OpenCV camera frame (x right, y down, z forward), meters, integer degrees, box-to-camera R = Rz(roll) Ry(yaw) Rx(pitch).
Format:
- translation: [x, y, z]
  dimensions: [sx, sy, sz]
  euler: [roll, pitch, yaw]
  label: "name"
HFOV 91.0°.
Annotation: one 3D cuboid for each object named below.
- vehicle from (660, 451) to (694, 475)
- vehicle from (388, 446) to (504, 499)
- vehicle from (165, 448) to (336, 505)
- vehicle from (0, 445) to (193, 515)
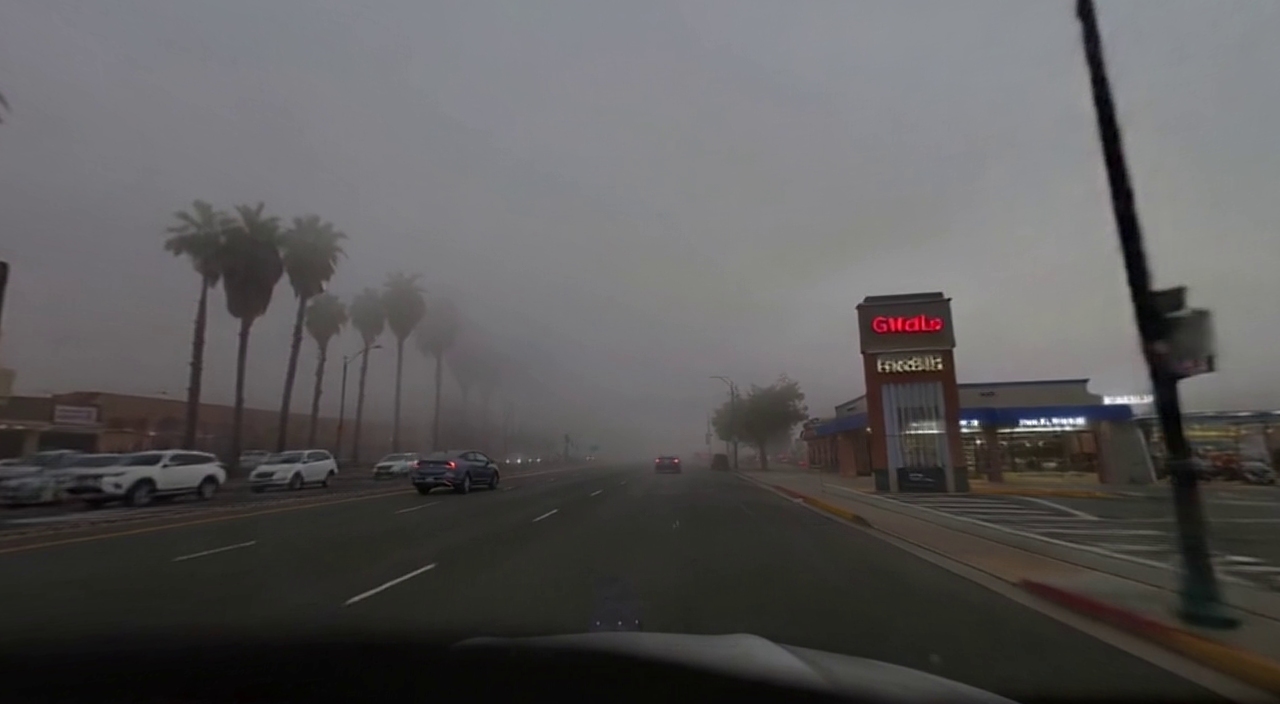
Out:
- translation: [2.540, 7.435, 42.344]
  dimensions: [2.139, 1.461, 4.918]
  euler: [-1, -9, 5]
  label: "vehicle"
- translation: [-6.180, 3.866, 20.663]
  dimensions: [2.090, 1.520, 4.452]
  euler: [-1, -9, 4]
  label: "vehicle"
- translation: [-11.650, 3.697, 19.314]
  dimensions: [1.981, 1.493, 4.721]
  euler: [-1, -9, 4]
  label: "vehicle"
- translation: [-14.688, 3.332, 17.018]
  dimensions: [1.882, 1.623, 4.270]
  euler: [0, -9, 3]
  label: "vehicle"
